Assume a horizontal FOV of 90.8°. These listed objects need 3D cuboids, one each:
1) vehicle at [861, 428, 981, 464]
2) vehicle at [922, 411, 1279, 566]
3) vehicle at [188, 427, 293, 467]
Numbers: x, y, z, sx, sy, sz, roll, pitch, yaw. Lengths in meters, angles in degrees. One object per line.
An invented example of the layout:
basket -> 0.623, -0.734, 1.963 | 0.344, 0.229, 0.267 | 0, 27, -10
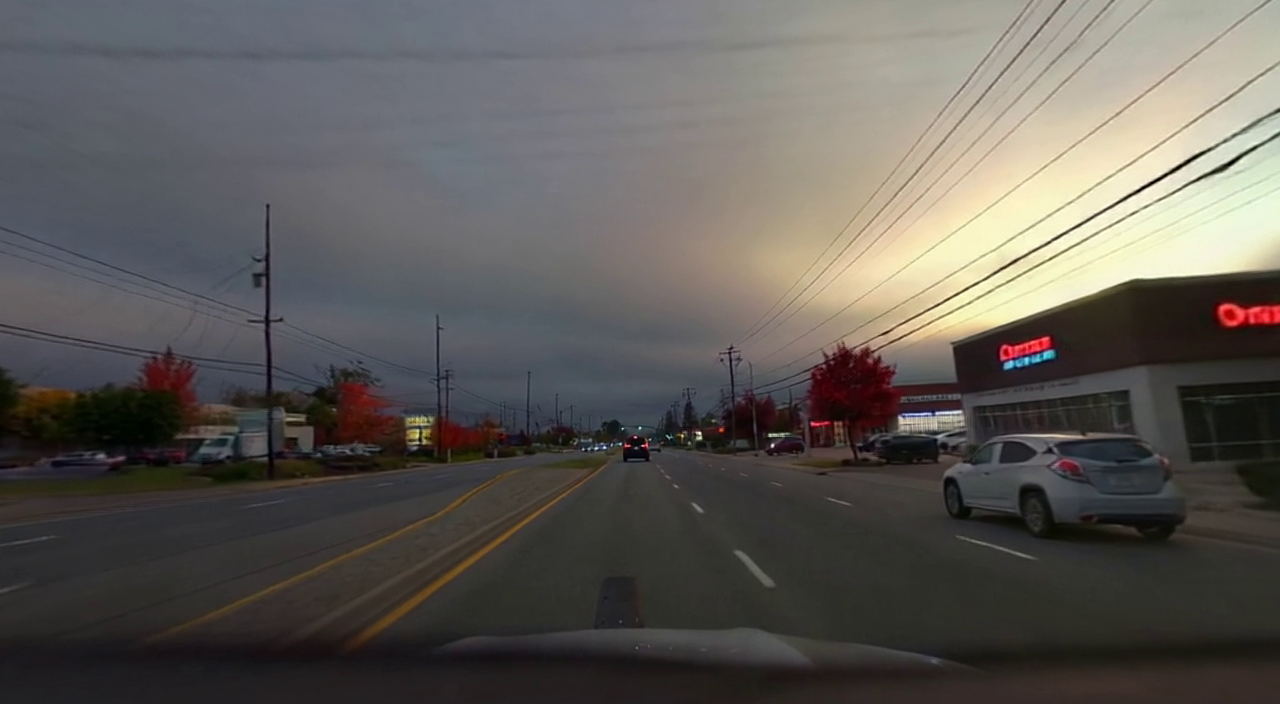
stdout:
vehicle -> 16.611, 5.569, 37.530 | 5.990, 1.834, 2.262 | -2, -8, -6
vehicle -> 6.240, 1.850, 9.338 | 1.995, 1.705, 4.434 | 0, -8, -1
vehicle -> -28.798, 6.857, 45.798 | 5.851, 2.505, 2.504 | -2, -8, -8
